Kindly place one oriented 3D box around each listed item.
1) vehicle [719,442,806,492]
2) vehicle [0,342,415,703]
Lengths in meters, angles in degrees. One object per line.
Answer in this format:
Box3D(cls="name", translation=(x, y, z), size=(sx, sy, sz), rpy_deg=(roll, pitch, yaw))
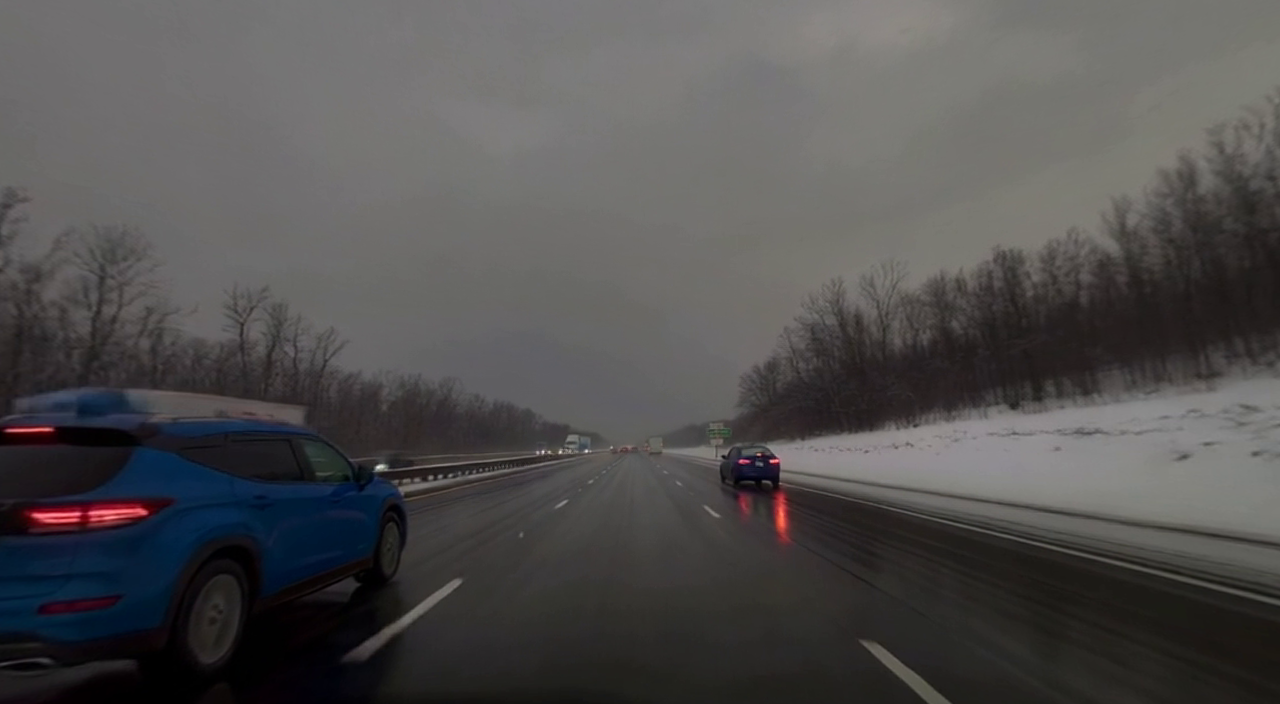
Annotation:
Box3D(cls="vehicle", translation=(3.901, 3.729, 20.766), size=(1.967, 1.472, 3.751), rpy_deg=(0, -9, -2))
Box3D(cls="vehicle", translation=(-3.296, 1.082, 3.760), size=(2.277, 1.695, 4.475), rpy_deg=(0, -9, -1))
